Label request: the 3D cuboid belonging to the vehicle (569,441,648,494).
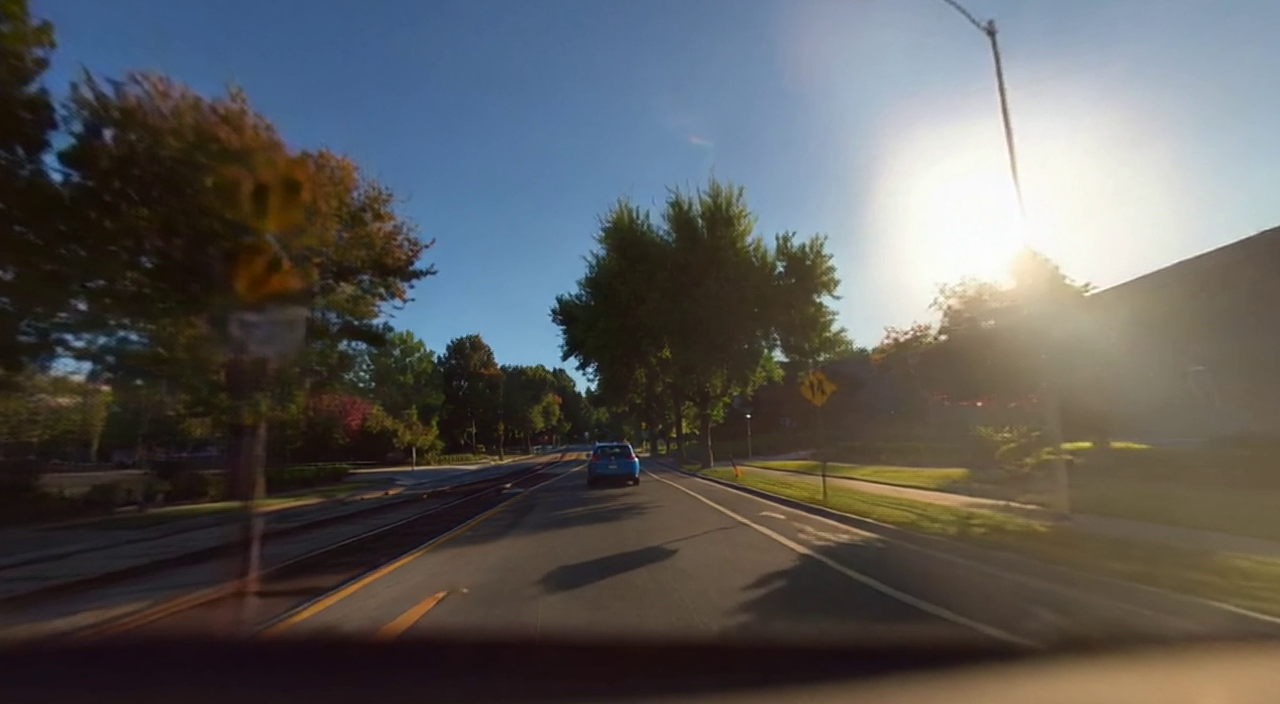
[{"bbox_3d":[-0.996,3.696,20.650,2.295,1.510,4.364,0,-9,-2],"label":"vehicle"}]
